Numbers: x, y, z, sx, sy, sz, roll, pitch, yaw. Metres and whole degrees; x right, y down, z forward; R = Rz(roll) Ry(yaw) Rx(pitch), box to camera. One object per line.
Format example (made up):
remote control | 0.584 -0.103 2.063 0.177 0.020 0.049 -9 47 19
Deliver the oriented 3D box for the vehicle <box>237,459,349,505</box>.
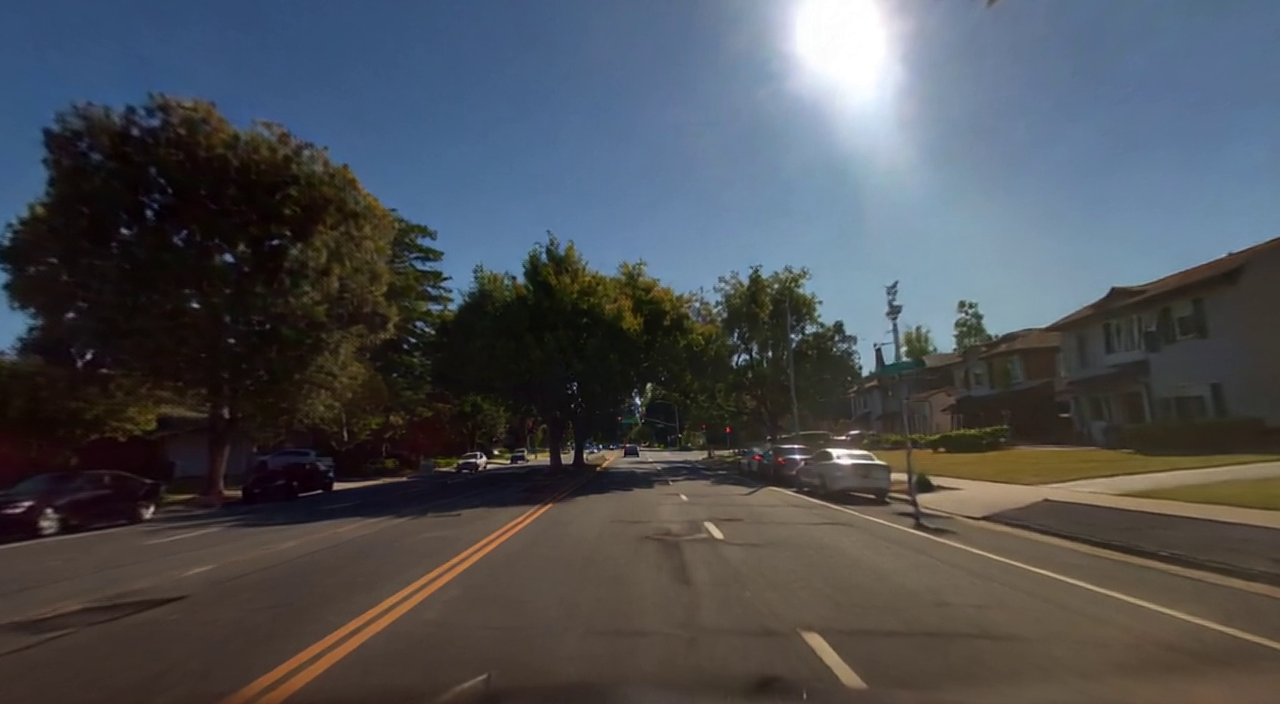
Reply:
vehicle | -12.837 4.785 23.710 1.812 1.454 4.351 0 -9 -2

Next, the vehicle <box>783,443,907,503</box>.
vehicle | 5.556 3.313 17.789 1.875 1.466 4.355 0 -9 -2

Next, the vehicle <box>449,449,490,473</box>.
vehicle | -13.039 8.335 48.506 1.916 1.754 4.337 0 -9 0

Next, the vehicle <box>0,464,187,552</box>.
vehicle | -12.786 3.338 14.154 1.817 1.485 4.687 0 -9 0
